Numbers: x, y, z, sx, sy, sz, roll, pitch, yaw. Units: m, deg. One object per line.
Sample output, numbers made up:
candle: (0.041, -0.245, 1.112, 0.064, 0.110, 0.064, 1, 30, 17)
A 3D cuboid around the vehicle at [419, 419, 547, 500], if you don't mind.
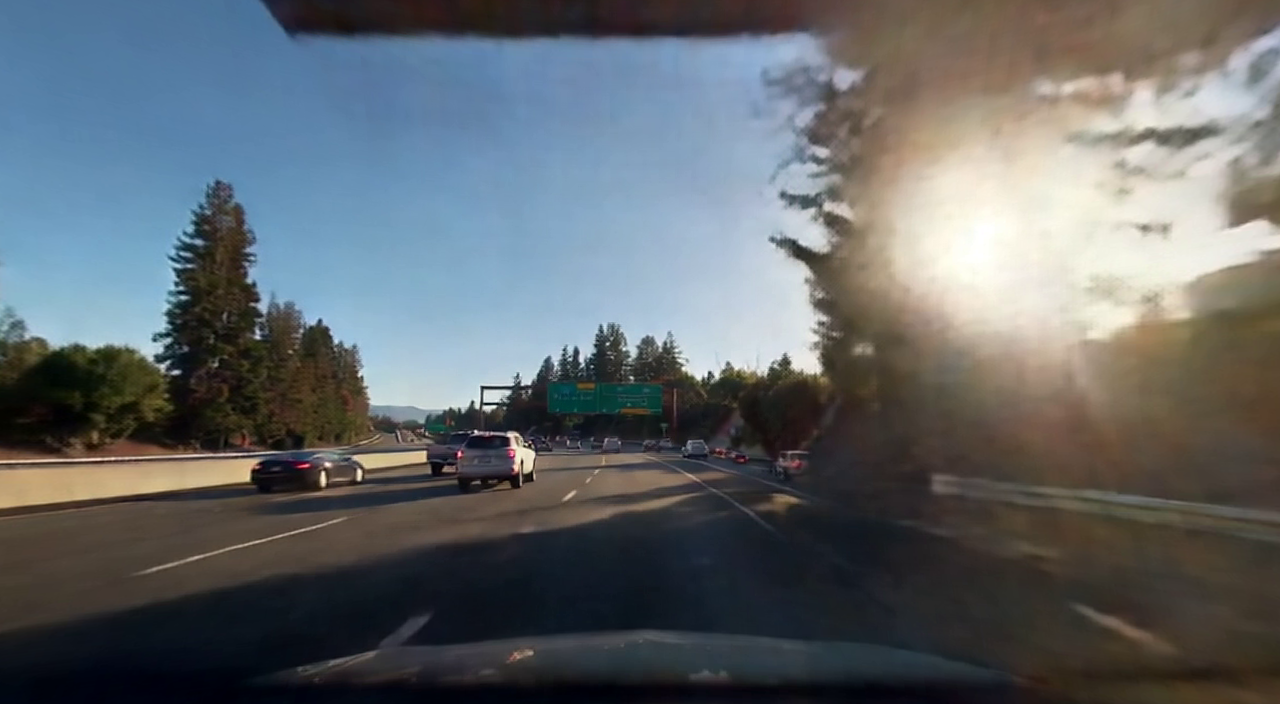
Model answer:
vehicle: (-3.901, 2.778, 16.665, 2.142, 1.789, 5.009, 0, -8, 0)
